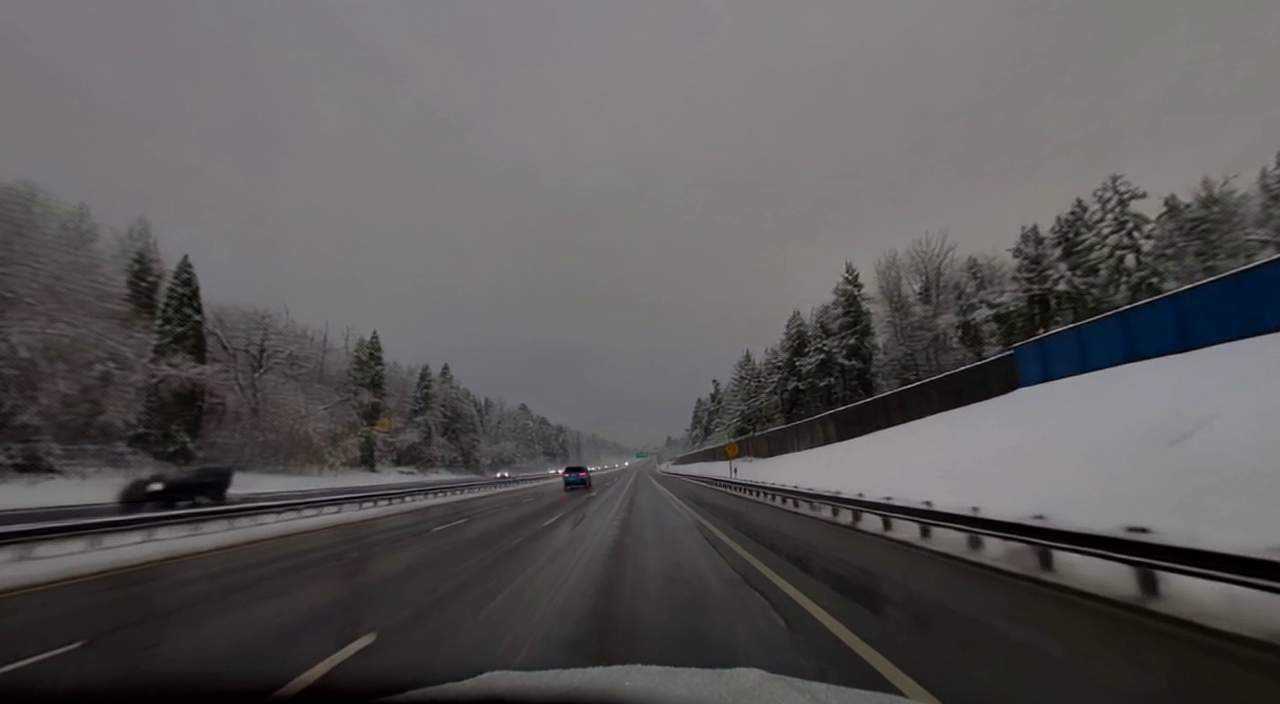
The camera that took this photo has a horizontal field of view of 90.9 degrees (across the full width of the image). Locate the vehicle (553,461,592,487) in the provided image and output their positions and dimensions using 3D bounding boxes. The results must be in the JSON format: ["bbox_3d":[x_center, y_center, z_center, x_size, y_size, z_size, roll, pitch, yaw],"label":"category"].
[{"bbox_3d":[-4.176,7.696,39.698,1.985,1.515,3.839,1,-11,0],"label":"vehicle"}]

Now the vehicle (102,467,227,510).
[{"bbox_3d":[-17.627,5.051,23.605,1.806,1.444,3.633,1,-10,0],"label":"vehicle"}]
